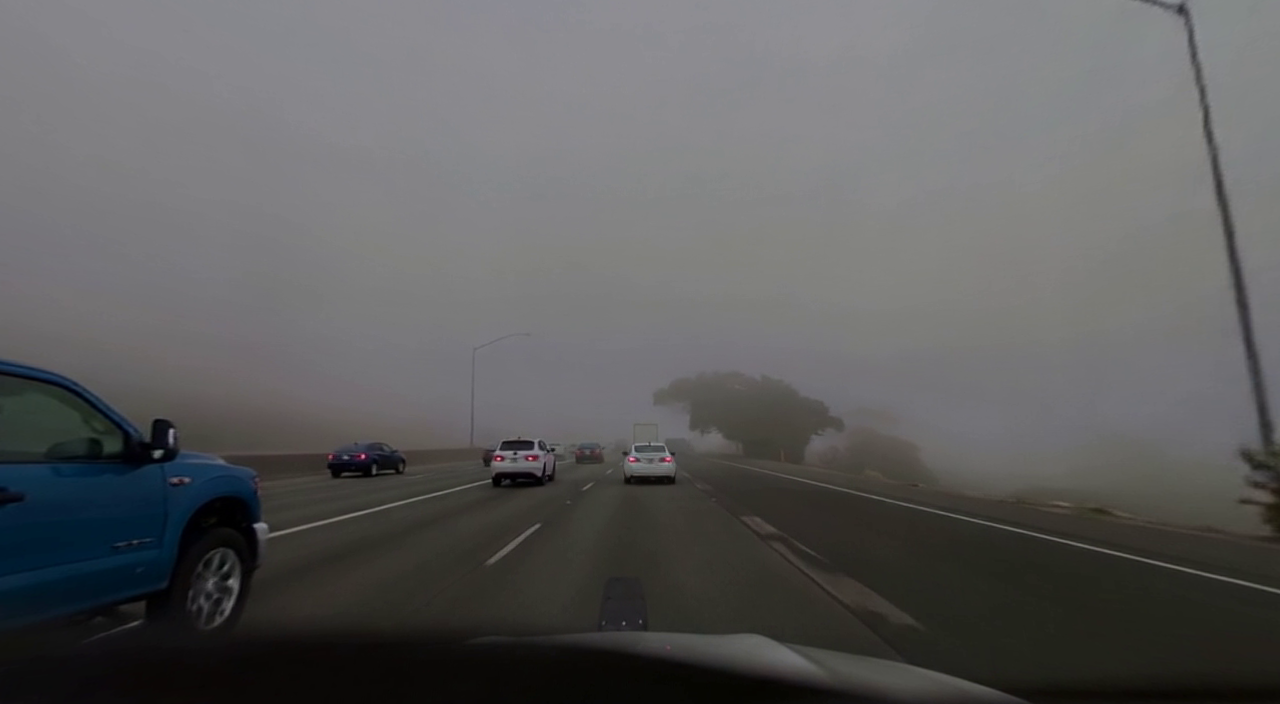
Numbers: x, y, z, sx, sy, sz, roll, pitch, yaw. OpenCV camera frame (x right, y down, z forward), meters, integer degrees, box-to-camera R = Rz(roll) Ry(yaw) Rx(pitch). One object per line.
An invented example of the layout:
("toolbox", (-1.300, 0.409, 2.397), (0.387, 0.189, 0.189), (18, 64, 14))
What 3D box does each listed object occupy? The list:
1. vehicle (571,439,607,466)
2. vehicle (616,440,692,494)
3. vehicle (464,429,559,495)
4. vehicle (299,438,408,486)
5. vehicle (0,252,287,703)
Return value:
("vehicle", (-3.217, 6.391, 40.346), (1.897, 1.646, 4.049), (0, -8, 1))
("vehicle", (0.380, 3.406, 19.096), (2.054, 1.421, 4.090), (0, -8, 0))
("vehicle", (-3.708, 3.248, 18.979), (1.903, 1.721, 4.210), (0, -8, 1))
("vehicle", (-10.511, 4.045, 23.558), (1.941, 1.602, 4.277), (0, -8, 2))
("vehicle", (-3.507, 0.494, 1.055), (2.269, 2.060, 5.933), (0, -8, 1))
